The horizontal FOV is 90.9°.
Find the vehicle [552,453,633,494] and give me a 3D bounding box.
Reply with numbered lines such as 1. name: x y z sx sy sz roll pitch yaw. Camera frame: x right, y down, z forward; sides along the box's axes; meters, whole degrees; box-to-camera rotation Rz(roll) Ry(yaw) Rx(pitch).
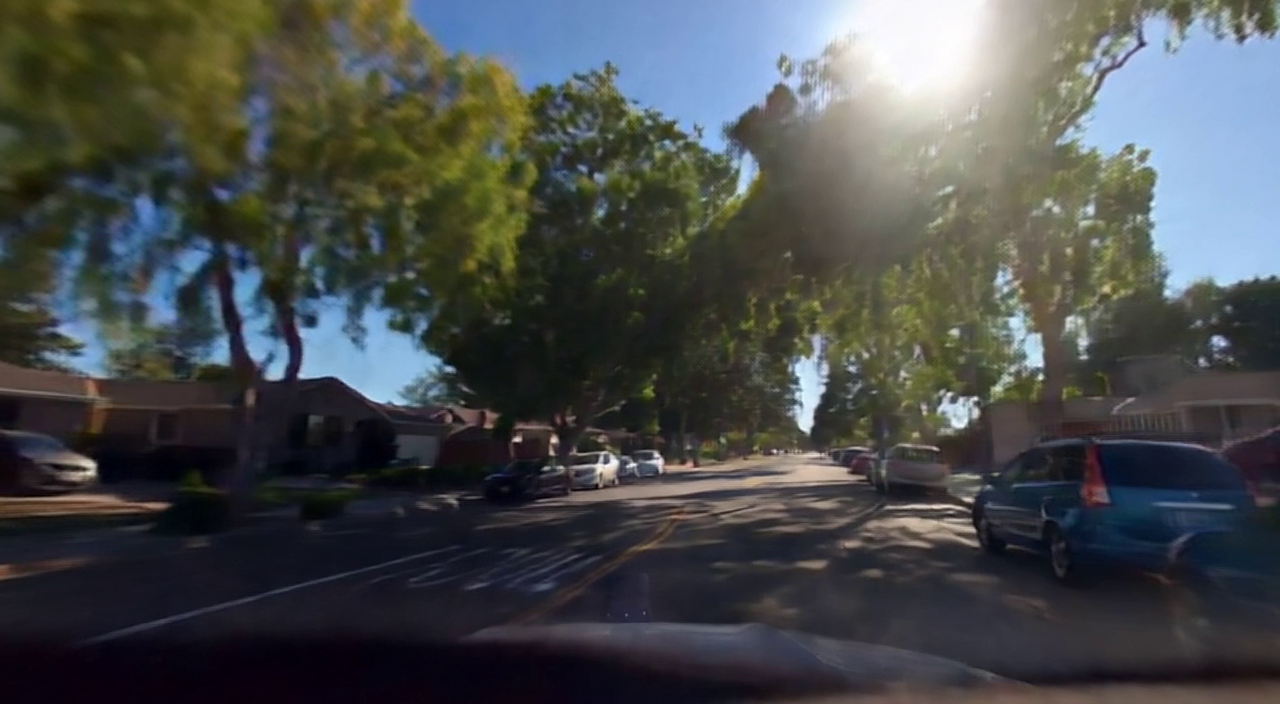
1. vehicle: -1.842 4.952 26.039 1.948 1.477 4.518 -4 -9 14

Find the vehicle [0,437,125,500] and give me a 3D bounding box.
1. vehicle: -17.450 3.241 17.844 4.554 1.595 2.028 -2 -9 15

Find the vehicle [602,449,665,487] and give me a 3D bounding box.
1. vehicle: -0.241 5.789 31.757 1.973 1.755 4.528 -3 -9 15

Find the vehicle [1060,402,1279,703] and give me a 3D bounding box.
1. vehicle: 4.126 1.076 2.879 2.315 1.668 4.425 -2 -9 16

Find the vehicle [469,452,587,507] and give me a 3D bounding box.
1. vehicle: -3.397 3.981 20.143 1.963 1.470 4.671 -3 -9 13
